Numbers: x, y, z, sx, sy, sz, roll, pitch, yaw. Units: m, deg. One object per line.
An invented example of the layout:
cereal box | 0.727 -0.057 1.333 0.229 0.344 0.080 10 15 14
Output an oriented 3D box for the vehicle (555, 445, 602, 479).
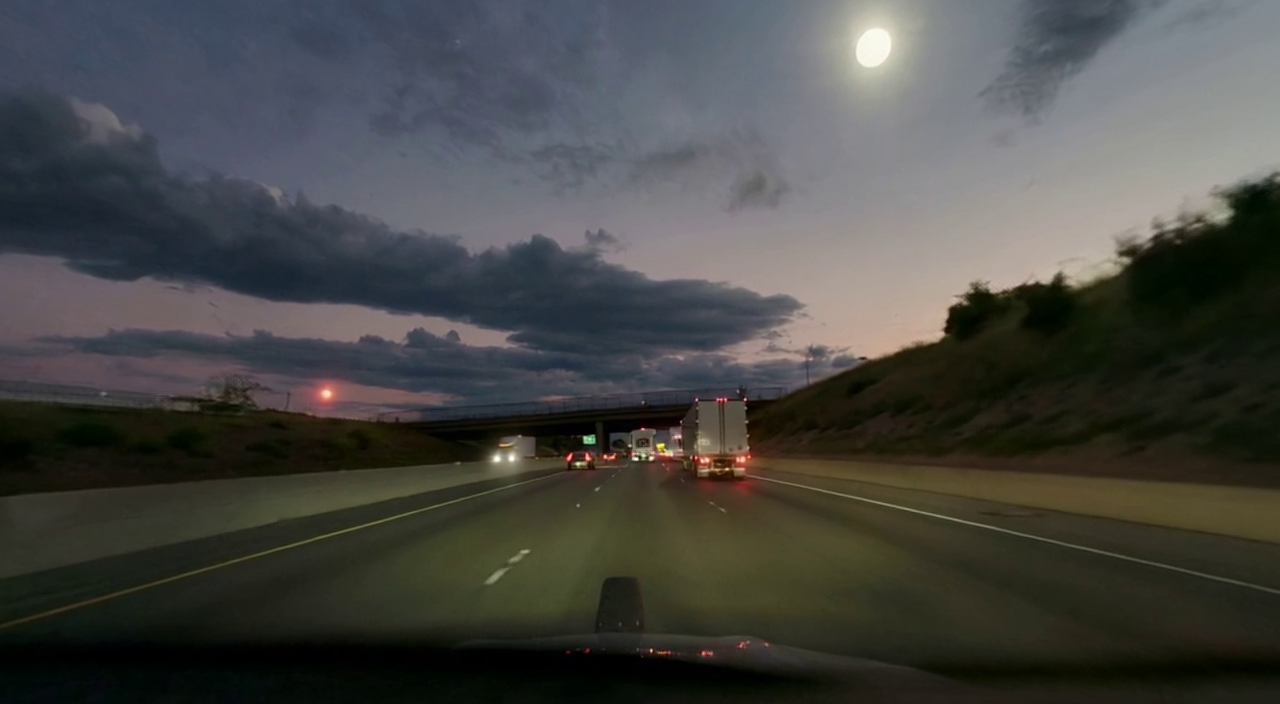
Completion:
vehicle | -3.122 5.710 32.874 2.007 1.647 3.854 0 -9 1

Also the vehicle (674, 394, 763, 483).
vehicle | 4.048 5.247 37.291 3.131 4.037 16.729 0 -9 0
